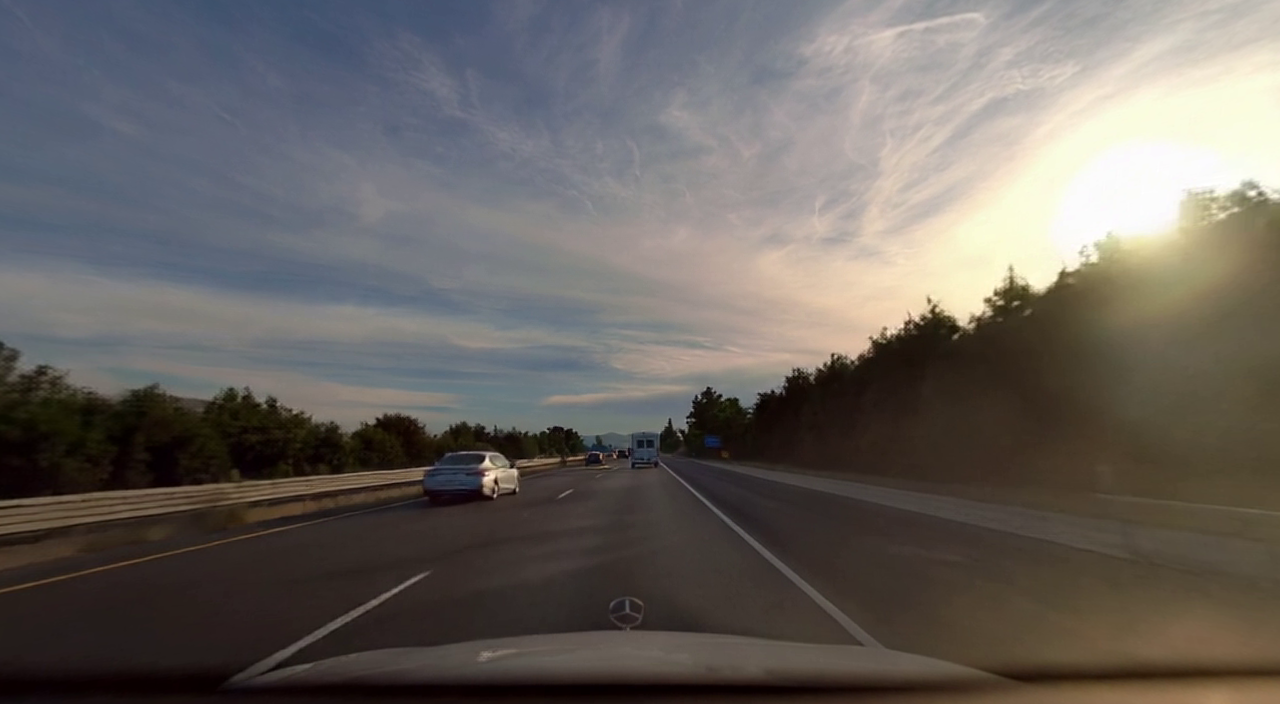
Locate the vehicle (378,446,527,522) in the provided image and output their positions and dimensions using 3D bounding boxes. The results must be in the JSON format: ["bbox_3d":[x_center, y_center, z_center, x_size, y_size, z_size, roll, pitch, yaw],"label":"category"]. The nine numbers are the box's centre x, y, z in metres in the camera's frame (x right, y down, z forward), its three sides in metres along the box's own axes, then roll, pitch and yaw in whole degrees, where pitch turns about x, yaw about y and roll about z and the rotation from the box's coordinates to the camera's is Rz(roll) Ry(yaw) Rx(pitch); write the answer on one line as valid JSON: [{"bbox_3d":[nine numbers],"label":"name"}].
[{"bbox_3d":[-4.051,2.917,14.499,1.998,1.460,4.422,0,-9,1],"label":"vehicle"}]

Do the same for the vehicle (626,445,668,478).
[{"bbox_3d":[0.355,5.997,34.756,2.172,1.687,3.929,0,-9,0],"label":"vehicle"}]
